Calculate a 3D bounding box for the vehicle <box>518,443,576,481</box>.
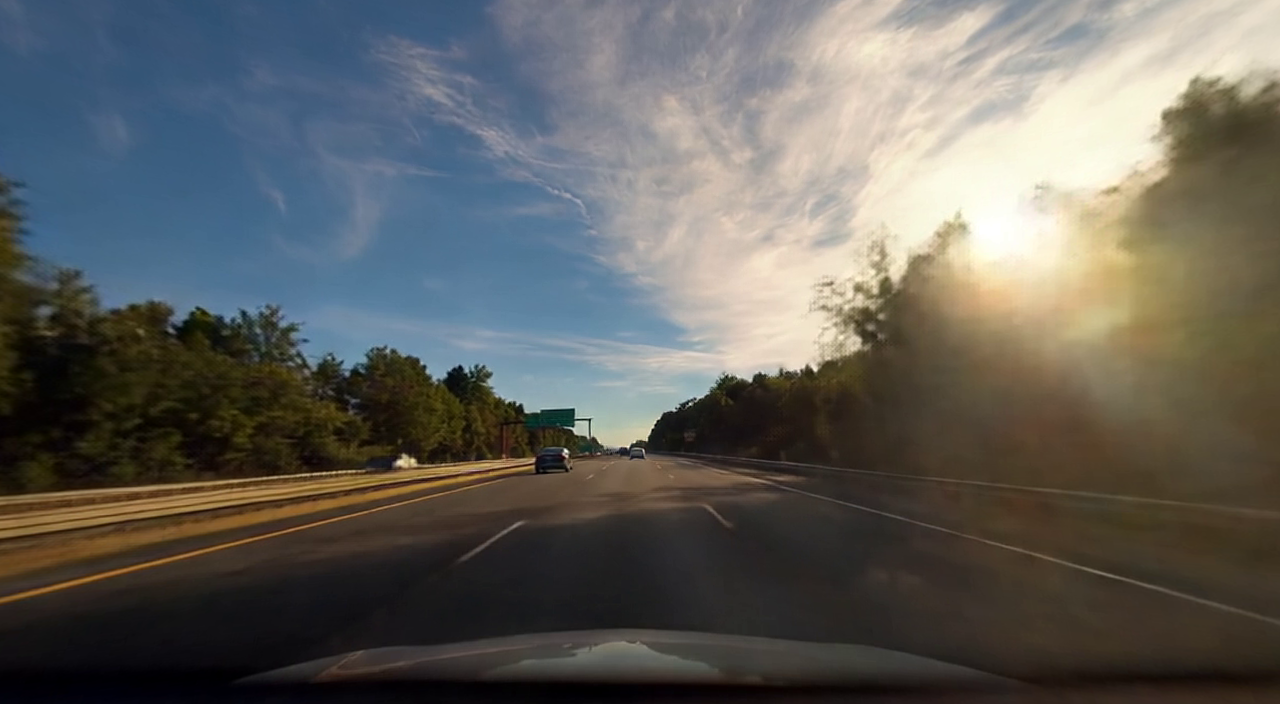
[{"bbox_3d":[-4.174,5.015,28.825,1.958,1.587,4.801,0,-9,0],"label":"vehicle"}]
